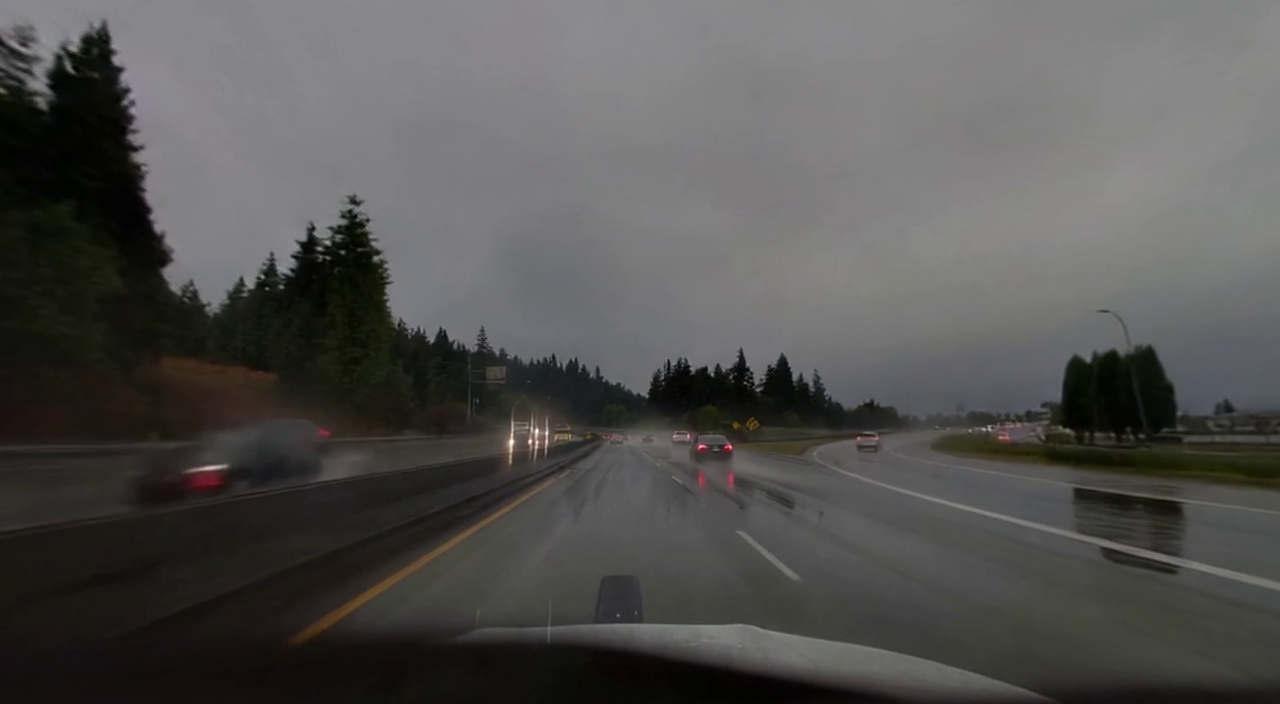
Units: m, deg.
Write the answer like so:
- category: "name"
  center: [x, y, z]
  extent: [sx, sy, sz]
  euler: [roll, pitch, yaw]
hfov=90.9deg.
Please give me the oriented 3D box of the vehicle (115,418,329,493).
- category: "vehicle"
  center: [-9.127, 2.281, 14.335]
  extent: [1.972, 1.443, 4.342]
  euler: [0, -8, -2]

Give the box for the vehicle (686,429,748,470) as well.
- category: "vehicle"
  center: [3.135, 4.050, 26.433]
  extent: [1.938, 1.578, 3.764]
  euler: [0, -8, -3]
